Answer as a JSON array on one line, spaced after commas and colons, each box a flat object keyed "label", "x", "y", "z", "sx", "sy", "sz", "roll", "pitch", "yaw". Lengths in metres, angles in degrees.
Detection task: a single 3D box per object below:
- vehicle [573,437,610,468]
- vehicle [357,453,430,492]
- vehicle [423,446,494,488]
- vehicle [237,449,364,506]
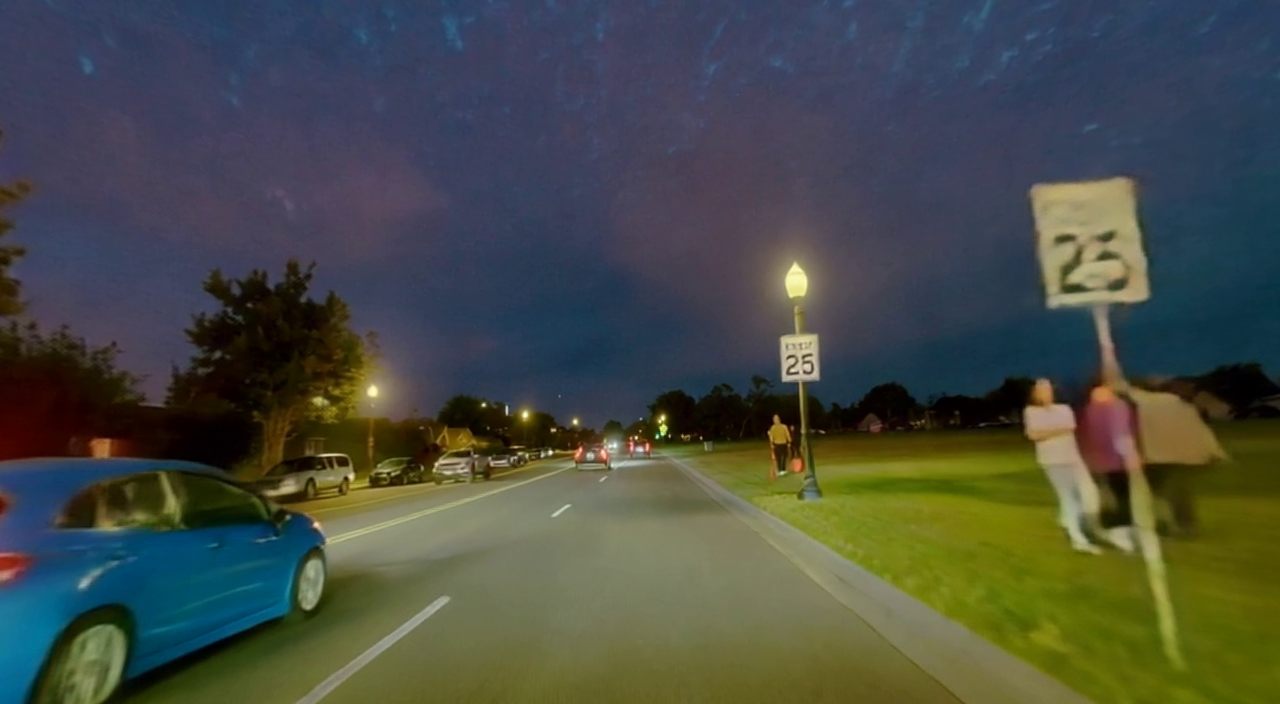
[{"label": "vehicle", "x": -3.001, "y": 6.319, "z": 39.503, "sx": 1.908, "sy": 1.809, "sz": 4.230, "roll": 0, "pitch": -8, "yaw": 1}, {"label": "vehicle", "x": -12.214, "y": 5.974, "z": 31.388, "sx": 1.910, "sy": 1.462, "sz": 4.581, "roll": -4, "pitch": -7, "yaw": -2}, {"label": "vehicle", "x": -8.966, "y": 5.685, "z": 31.429, "sx": 2.019, "sy": 1.907, "sz": 4.697, "roll": 0, "pitch": -8, "yaw": 1}, {"label": "vehicle", "x": -12.112, "y": 4.462, "z": 22.889, "sx": 1.904, "sy": 1.728, "sz": 4.997, "roll": 2, "pitch": -8, "yaw": -1}]
